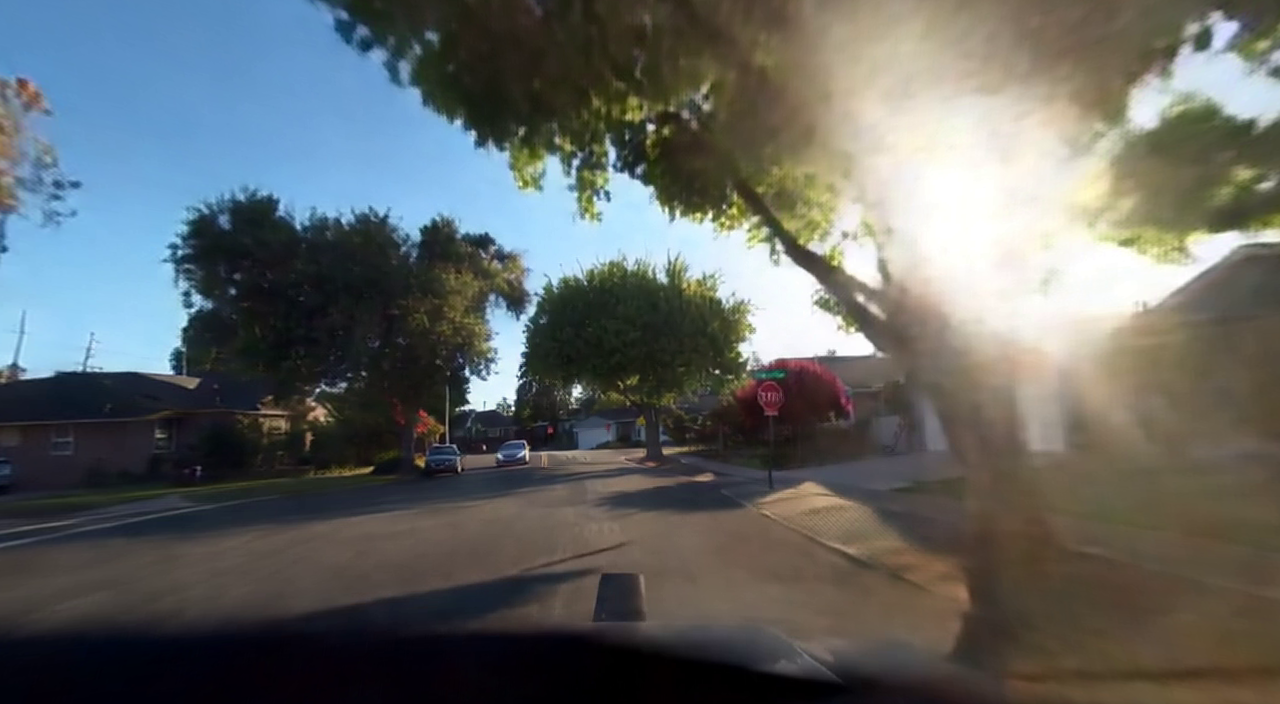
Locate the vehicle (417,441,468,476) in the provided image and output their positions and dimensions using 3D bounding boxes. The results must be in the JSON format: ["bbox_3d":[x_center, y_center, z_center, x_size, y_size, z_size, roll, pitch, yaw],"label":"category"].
[{"bbox_3d":[-10.094,5.475,32.633,1.994,1.656,4.334,1,-9,-11],"label":"vehicle"}]

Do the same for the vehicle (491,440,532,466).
[{"bbox_3d":[-7.950,6.279,39.518,2.146,1.506,4.885,1,-9,-8],"label":"vehicle"}]
